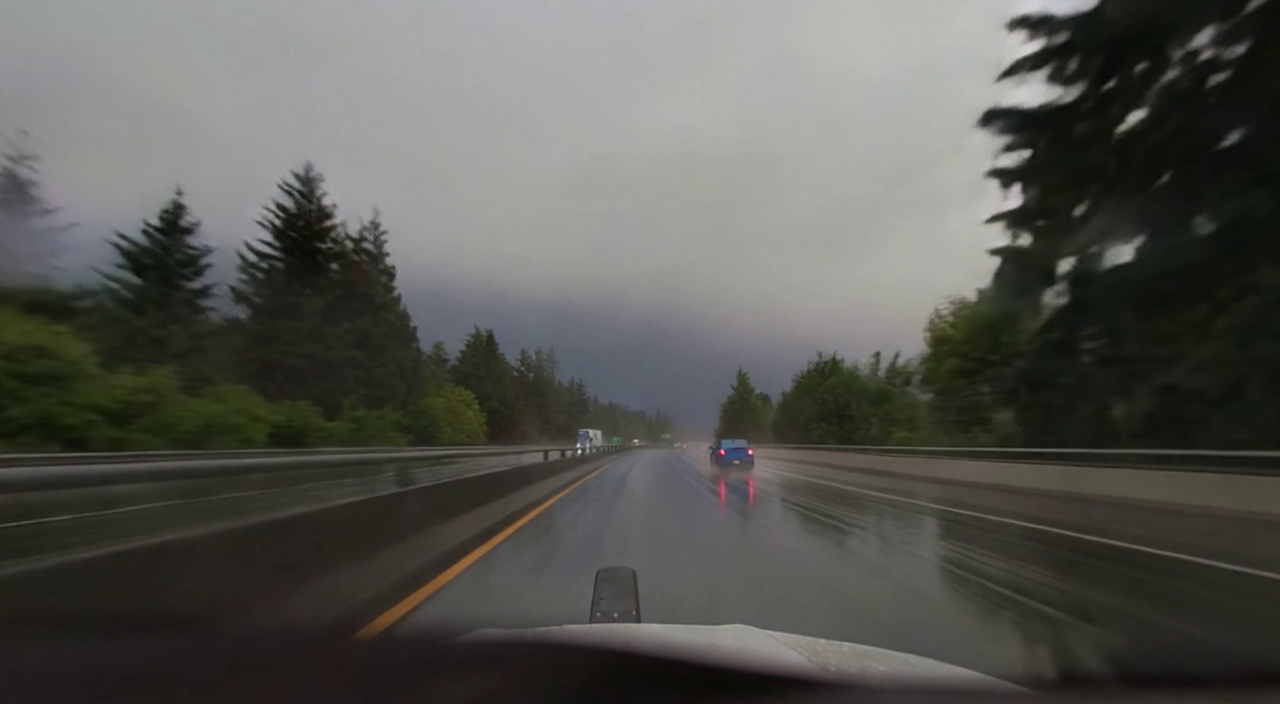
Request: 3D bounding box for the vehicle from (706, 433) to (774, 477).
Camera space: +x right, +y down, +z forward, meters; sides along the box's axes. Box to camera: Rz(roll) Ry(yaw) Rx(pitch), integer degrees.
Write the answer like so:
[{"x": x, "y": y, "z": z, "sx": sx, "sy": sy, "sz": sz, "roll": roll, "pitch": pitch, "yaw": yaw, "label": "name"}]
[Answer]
[{"x": 4.025, "y": 4.238, "z": 26.104, "sx": 2.022, "sy": 1.663, "sz": 4.245, "roll": 0, "pitch": -8, "yaw": -1, "label": "vehicle"}]
